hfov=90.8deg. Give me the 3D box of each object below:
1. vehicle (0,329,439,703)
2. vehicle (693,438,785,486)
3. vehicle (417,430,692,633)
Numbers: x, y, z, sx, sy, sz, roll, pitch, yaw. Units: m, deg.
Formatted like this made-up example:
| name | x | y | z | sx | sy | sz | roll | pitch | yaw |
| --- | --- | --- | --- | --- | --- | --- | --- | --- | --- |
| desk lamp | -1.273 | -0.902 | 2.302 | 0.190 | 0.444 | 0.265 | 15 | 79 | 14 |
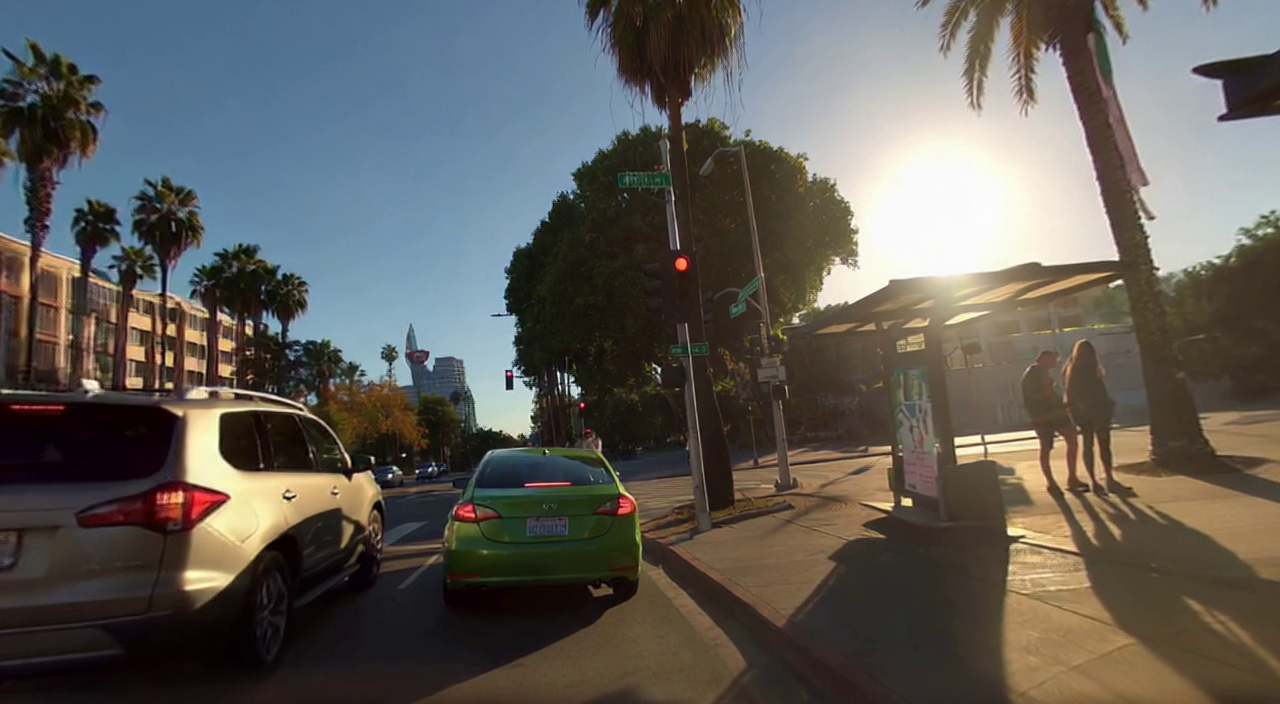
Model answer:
| name | x | y | z | sx | sy | sz | roll | pitch | yaw |
| --- | --- | --- | --- | --- | --- | --- | --- | --- | --- |
| vehicle | -3.011 | 1.160 | 4.651 | 2.098 | 1.851 | 4.571 | 1 | -9 | -8 |
| vehicle | 4.987 | 5.550 | 31.996 | 3.986 | 1.636 | 1.903 | 8 | 0 | -11 |
| vehicle | -0.981 | 1.665 | 6.978 | 2.065 | 1.467 | 4.289 | 1 | -9 | -10 |
